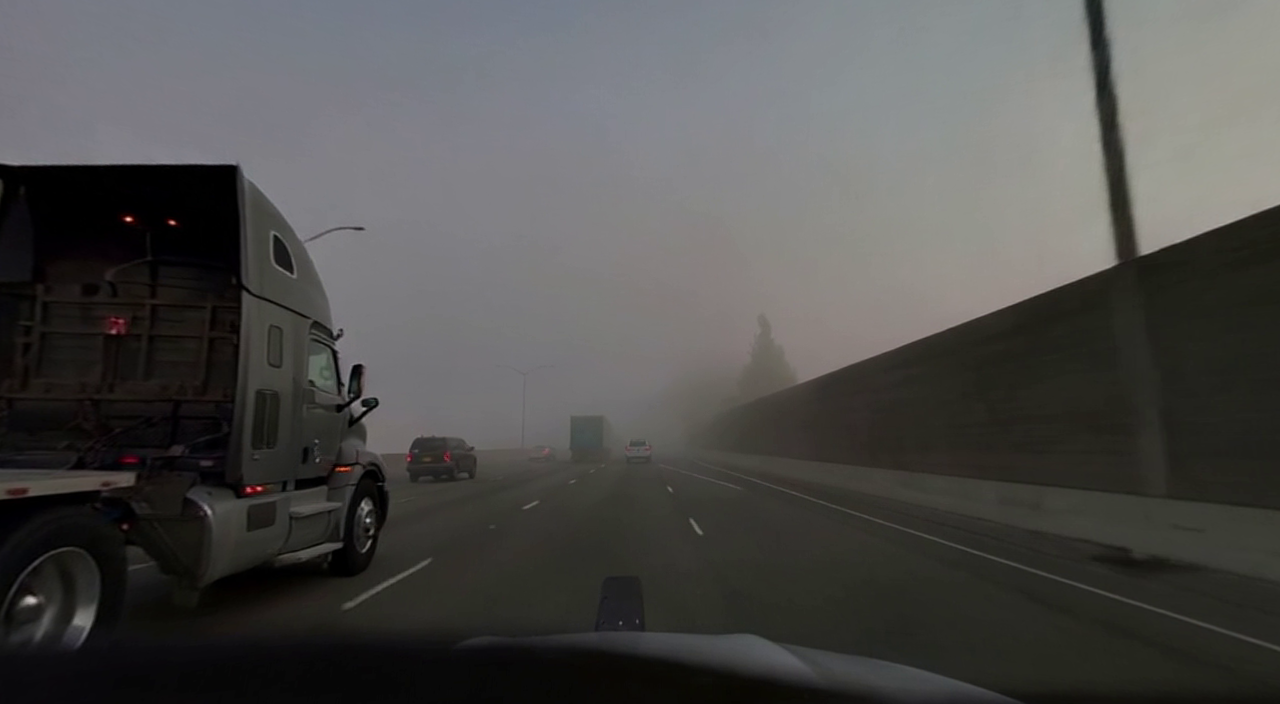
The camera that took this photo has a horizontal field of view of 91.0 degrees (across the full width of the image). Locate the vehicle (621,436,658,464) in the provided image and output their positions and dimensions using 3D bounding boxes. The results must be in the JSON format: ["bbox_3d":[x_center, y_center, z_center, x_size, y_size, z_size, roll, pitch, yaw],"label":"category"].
[{"bbox_3d":[-0.031,6.177,39.688,2.178,1.640,4.071,0,-8,0],"label":"vehicle"}]

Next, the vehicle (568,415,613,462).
[{"bbox_3d":[-3.697,6.826,49.348,2.956,3.331,9.575,0,-8,-1],"label":"vehicle"}]

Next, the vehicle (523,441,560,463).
[{"bbox_3d":[-7.248,7.397,46.706,1.962,1.489,4.002,0,-8,1],"label":"vehicle"}]

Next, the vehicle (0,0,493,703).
[{"bbox_3d":[-3.807,0.465,4.778,3.025,3.266,9.256,0,-8,1],"label":"vehicle"}]
